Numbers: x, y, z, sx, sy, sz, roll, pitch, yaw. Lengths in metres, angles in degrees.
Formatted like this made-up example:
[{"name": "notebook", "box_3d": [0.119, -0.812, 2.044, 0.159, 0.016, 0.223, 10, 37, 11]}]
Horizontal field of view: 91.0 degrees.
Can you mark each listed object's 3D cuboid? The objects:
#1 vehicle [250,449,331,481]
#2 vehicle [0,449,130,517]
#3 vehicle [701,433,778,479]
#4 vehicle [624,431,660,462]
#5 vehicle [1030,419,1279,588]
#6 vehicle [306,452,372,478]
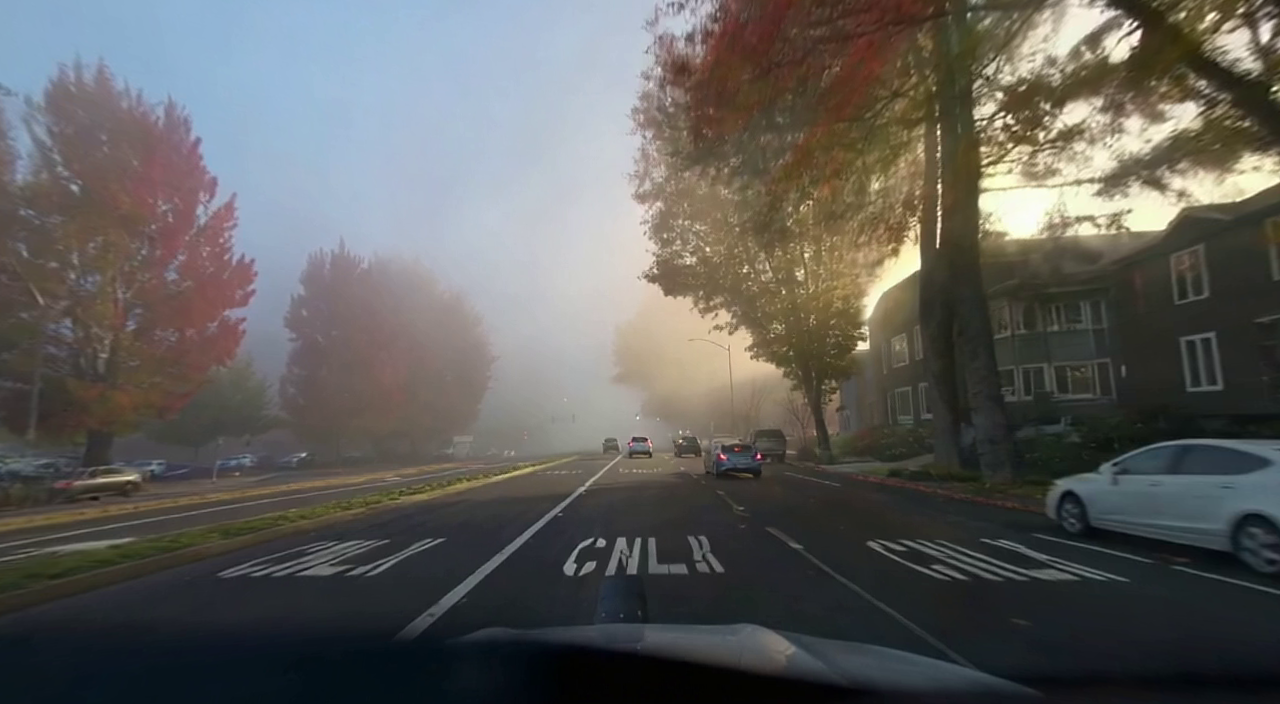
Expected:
[{"name": "vehicle", "box_3d": [-22.363, 7.203, 40.596, 2.113, 1.865, 5.128, -1, -8, 2]}, {"name": "vehicle", "box_3d": [-19.078, 4.008, 19.705, 2.080, 1.846, 4.948, 0, -8, 0]}, {"name": "vehicle", "box_3d": [3.528, 3.798, 23.217, 1.977, 1.498, 4.521, 0, -8, -1]}, {"name": "vehicle", "box_3d": [0.108, 6.139, 41.082, 2.239, 1.856, 4.815, 0, -8, -1]}, {"name": "vehicle", "box_3d": [6.760, 1.551, 6.938, 1.934, 1.507, 4.670, 0, -8, 0]}, {"name": "vehicle", "box_3d": [-19.218, 7.211, 40.457, 1.886, 1.495, 4.593, 0, -8, 1]}]
